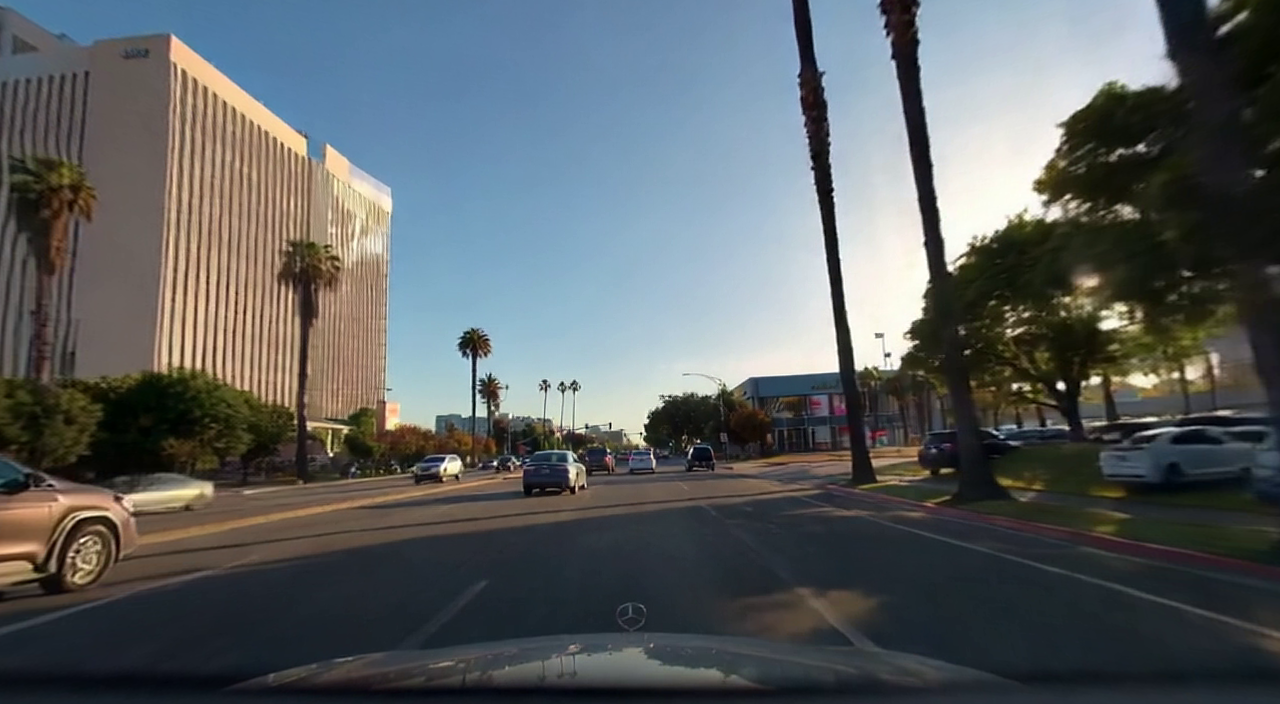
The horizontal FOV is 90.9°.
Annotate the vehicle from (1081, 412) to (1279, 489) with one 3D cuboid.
[{"bbox_3d":[12.182,2.188,13.983,4.453,1.475,1.823,4,-10,-25],"label":"vehicle"}]

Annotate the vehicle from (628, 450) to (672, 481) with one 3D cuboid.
[{"bbox_3d":[0.518,5.955,33.143,2.147,1.507,3.953,0,-9,1],"label":"vehicle"}]

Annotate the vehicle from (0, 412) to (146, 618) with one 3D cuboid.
[{"bbox_3d":[-6.501,1.267,4.601,2.030,1.730,4.506,0,-9,1],"label":"vehicle"}]

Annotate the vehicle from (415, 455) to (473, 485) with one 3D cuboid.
[{"bbox_3d":[-11.736,7.087,38.045,2.034,1.649,4.577,0,-9,0],"label":"vehicle"}]

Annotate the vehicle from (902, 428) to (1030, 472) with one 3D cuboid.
[{"bbox_3d":[12.206,3.685,23.587,4.378,1.463,1.824,5,-10,-23],"label":"vehicle"}]

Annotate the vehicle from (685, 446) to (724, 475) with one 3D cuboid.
[{"bbox_3d":[4.192,7.171,41.764,2.108,1.785,4.334,0,-9,-1],"label":"vehicle"}]

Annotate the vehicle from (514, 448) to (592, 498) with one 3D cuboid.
[{"bbox_3d":[-2.864,4.109,21.760,1.908,1.505,4.369,0,-9,2],"label":"vehicle"}]
